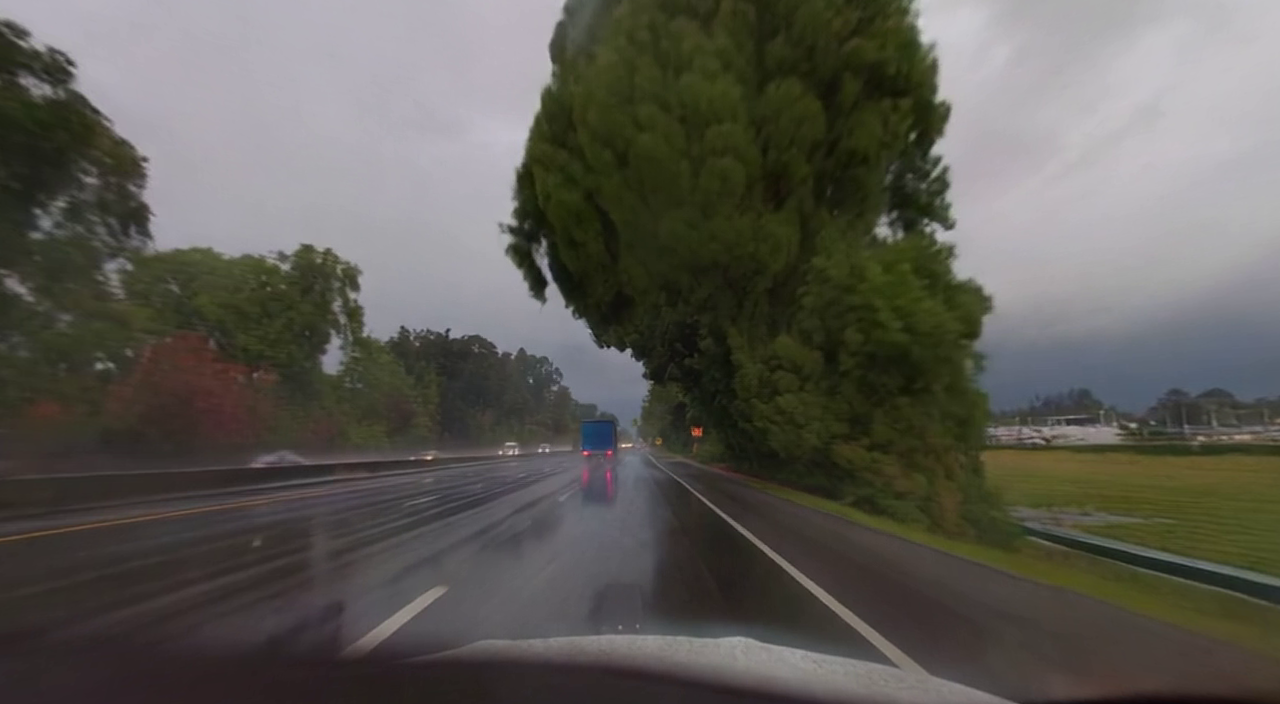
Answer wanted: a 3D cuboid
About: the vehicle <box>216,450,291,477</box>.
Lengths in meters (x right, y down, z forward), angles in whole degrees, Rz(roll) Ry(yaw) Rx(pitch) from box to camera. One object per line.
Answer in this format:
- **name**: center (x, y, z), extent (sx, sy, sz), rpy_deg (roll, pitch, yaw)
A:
- **vehicle**: center (-25.128, 7.252, 41.250), extent (2.032, 1.617, 4.561), rpy_deg (0, -9, 0)
